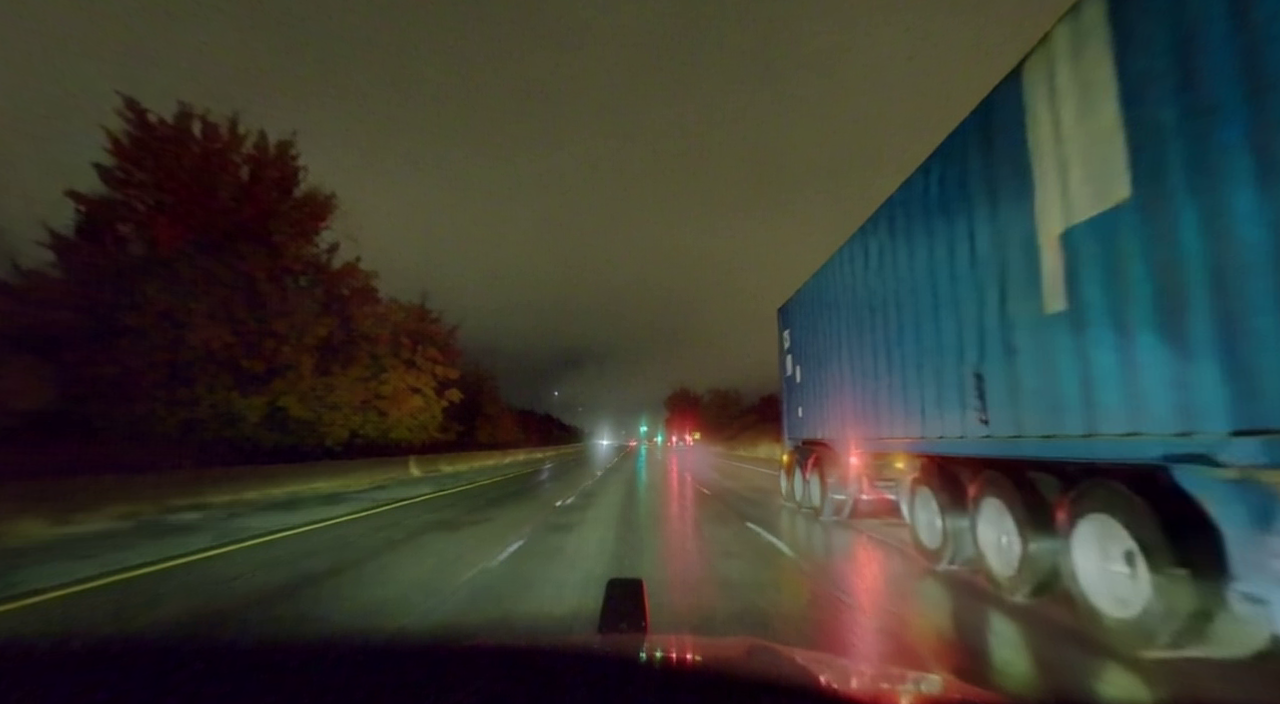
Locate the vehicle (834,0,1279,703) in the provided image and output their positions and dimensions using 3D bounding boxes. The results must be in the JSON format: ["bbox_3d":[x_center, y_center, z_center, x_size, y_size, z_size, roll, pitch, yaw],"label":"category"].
[{"bbox_3d":[3.938,-0.553,1.574,2.903,4.003,13.046,0,-8,1],"label":"vehicle"}]
